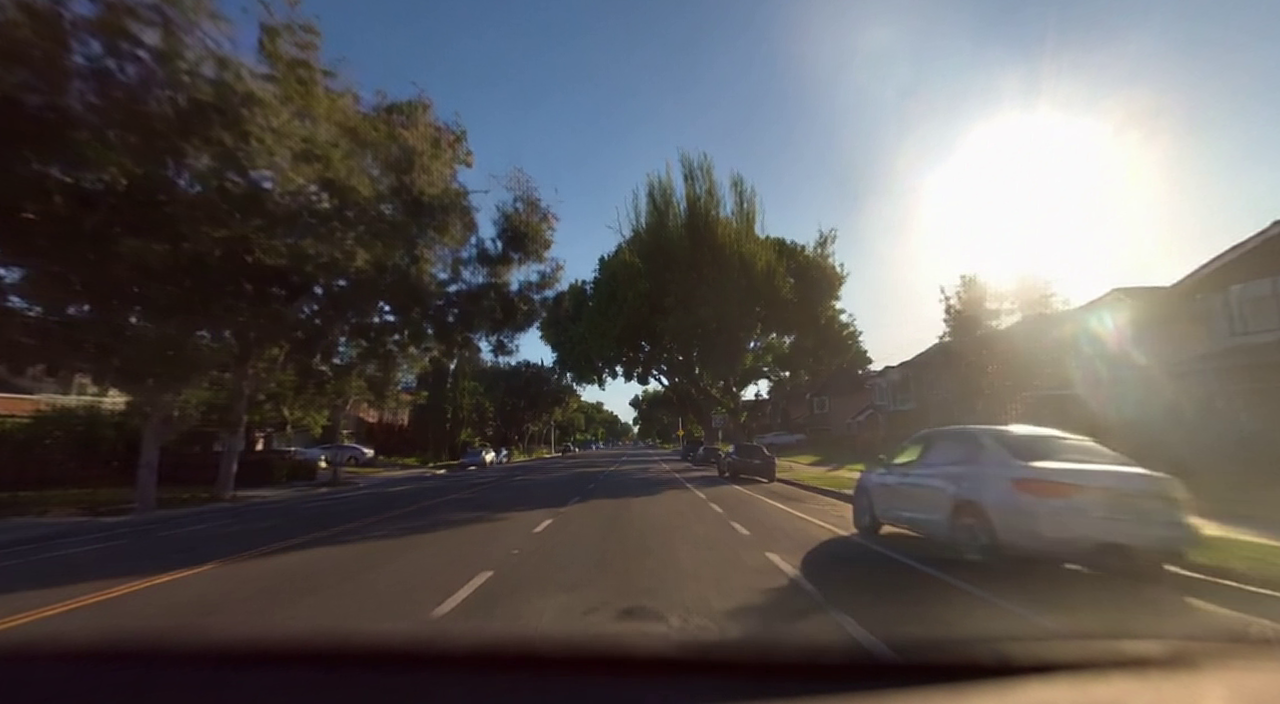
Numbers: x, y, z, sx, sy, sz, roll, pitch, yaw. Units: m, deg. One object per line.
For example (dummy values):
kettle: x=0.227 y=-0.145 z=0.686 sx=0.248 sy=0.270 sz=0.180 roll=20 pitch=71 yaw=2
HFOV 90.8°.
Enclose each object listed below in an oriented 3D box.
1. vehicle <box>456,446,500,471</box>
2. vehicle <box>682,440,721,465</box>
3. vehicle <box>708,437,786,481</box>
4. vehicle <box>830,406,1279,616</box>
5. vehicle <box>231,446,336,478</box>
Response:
vehicle: x=-10.971 y=7.204 z=43.090 sx=1.895 sy=1.551 sz=4.229 roll=-1 pitch=-8 yaw=0
vehicle: x=3.947 y=6.539 z=41.218 sx=2.002 sy=1.493 sz=4.652 roll=-1 pitch=-8 yaw=-1
vehicle: x=4.077 y=4.171 z=24.899 sx=1.997 sy=1.510 sz=4.555 roll=-1 pitch=-8 yaw=-4
vehicle: x=4.020 y=1.586 z=7.356 sx=1.999 sy=1.615 sz=4.513 roll=-1 pitch=-8 yaw=-3
vehicle: x=-19.227 y=5.936 z=34.227 sx=4.446 sy=1.534 sz=2.018 roll=-1 pitch=-8 yaw=1
